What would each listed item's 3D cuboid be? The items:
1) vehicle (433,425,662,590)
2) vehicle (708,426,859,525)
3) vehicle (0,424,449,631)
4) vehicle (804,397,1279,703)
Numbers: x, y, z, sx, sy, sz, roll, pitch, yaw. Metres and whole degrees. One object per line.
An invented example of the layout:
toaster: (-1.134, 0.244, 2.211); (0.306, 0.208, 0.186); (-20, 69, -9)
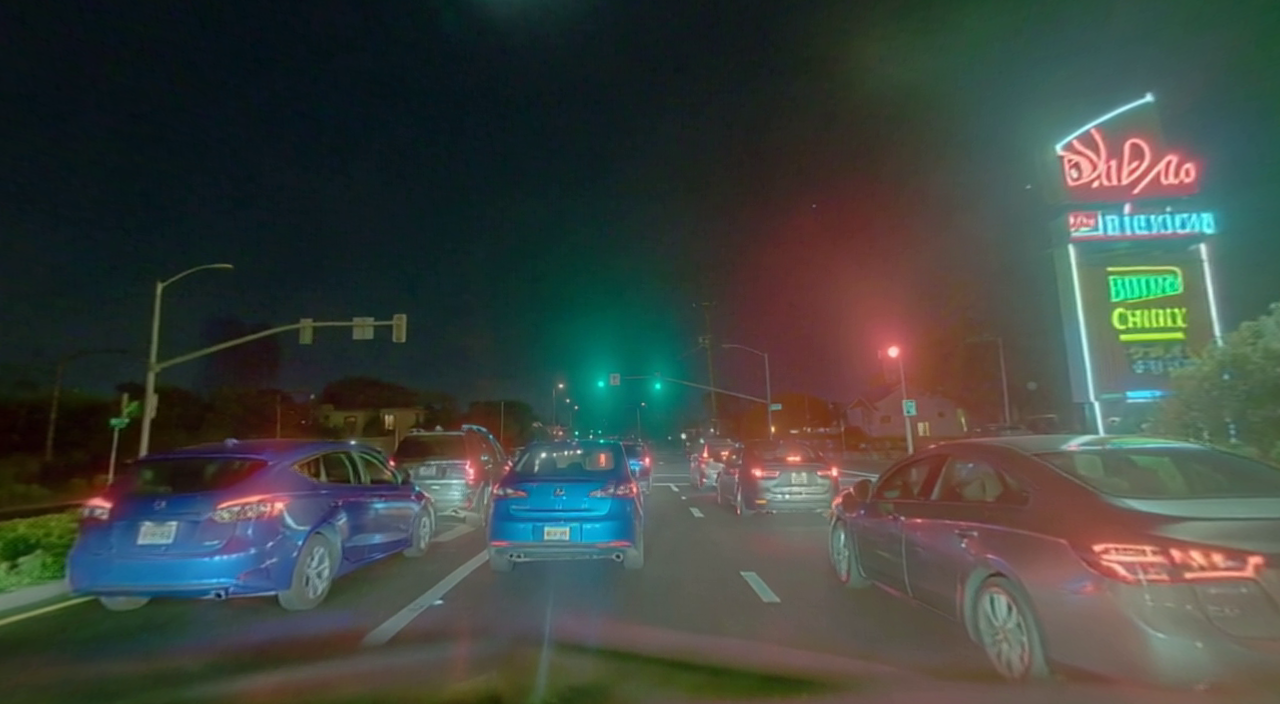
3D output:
vehicle: (-0.923, 1.719, 7.821); (2.104, 1.500, 3.815); (0, -8, -2)
vehicle: (2.603, 2.360, 12.596); (1.956, 1.615, 4.205); (0, -9, -1)
vehicle: (-3.698, 1.605, 6.905); (2.058, 1.474, 4.473); (0, -8, -3)
vehicle: (2.768, 1.211, 4.381); (2.014, 1.464, 4.312); (0, -8, -1)
